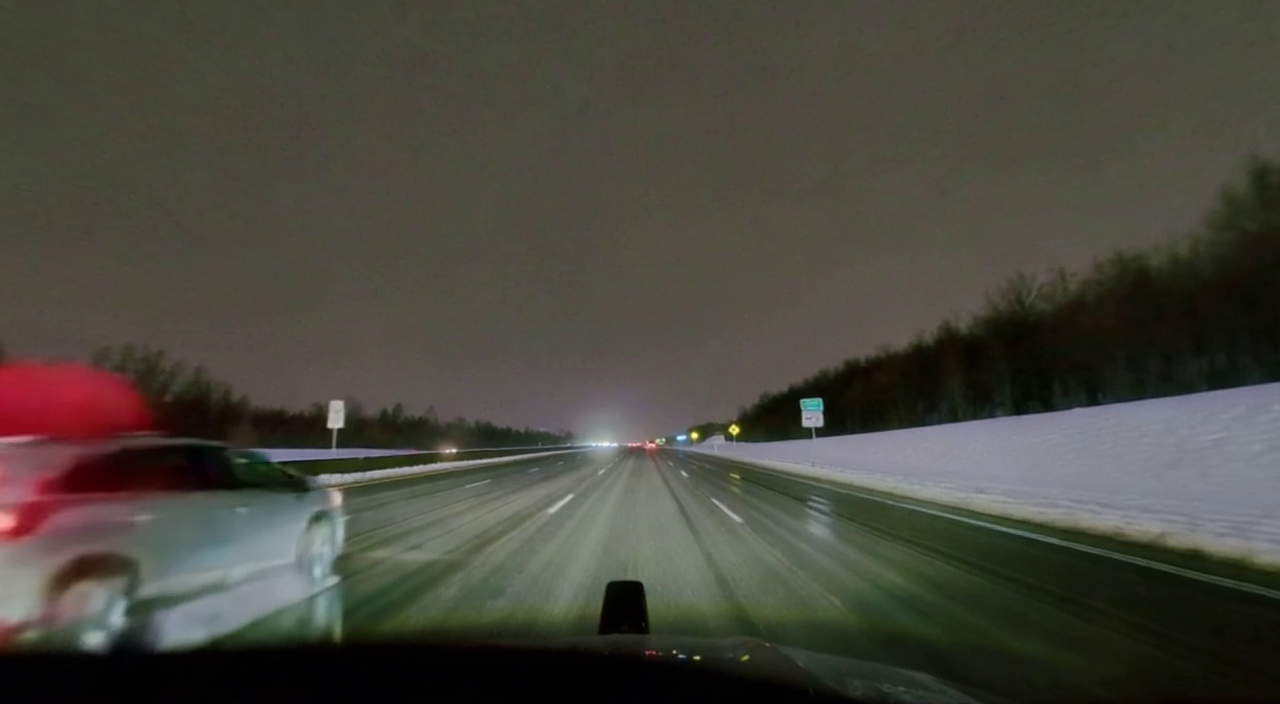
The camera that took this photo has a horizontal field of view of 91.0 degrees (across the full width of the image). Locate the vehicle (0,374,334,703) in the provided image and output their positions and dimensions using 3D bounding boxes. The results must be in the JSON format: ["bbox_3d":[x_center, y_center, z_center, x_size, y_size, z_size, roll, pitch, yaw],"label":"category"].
[{"bbox_3d":[-3.951,1.029,3.845,2.012,1.570,4.126,0,-8,1],"label":"vehicle"}]
